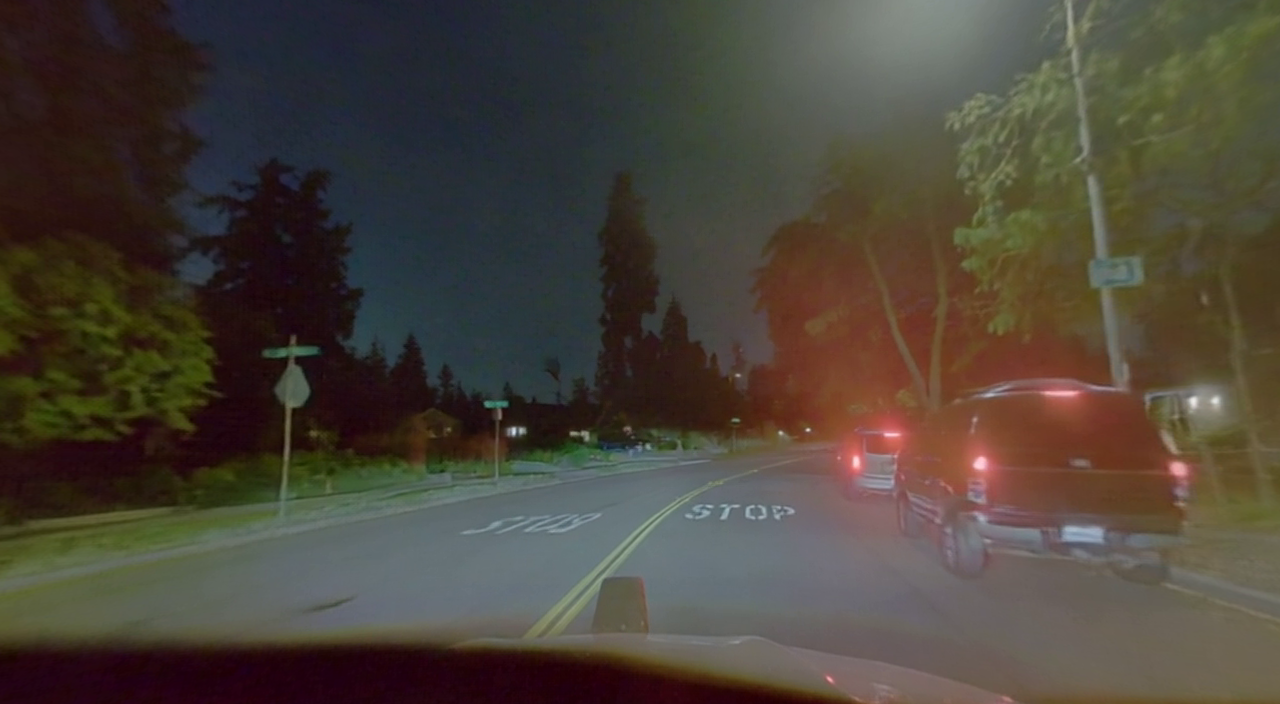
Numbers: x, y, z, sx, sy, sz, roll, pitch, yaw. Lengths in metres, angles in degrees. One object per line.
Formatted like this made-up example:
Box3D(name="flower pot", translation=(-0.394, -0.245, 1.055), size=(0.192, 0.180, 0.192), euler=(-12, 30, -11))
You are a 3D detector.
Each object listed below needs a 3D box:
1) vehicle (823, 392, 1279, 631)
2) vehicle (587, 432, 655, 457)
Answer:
Box3D(name="vehicle", translation=(3.761, 1.473, 6.917), size=(2.692, 1.649, 4.689), euler=(-1, -9, 8))
Box3D(name="vehicle", translation=(-1.459, 7.150, 48.499), size=(4.870, 1.813, 1.910), euler=(-4, -9, 21))
